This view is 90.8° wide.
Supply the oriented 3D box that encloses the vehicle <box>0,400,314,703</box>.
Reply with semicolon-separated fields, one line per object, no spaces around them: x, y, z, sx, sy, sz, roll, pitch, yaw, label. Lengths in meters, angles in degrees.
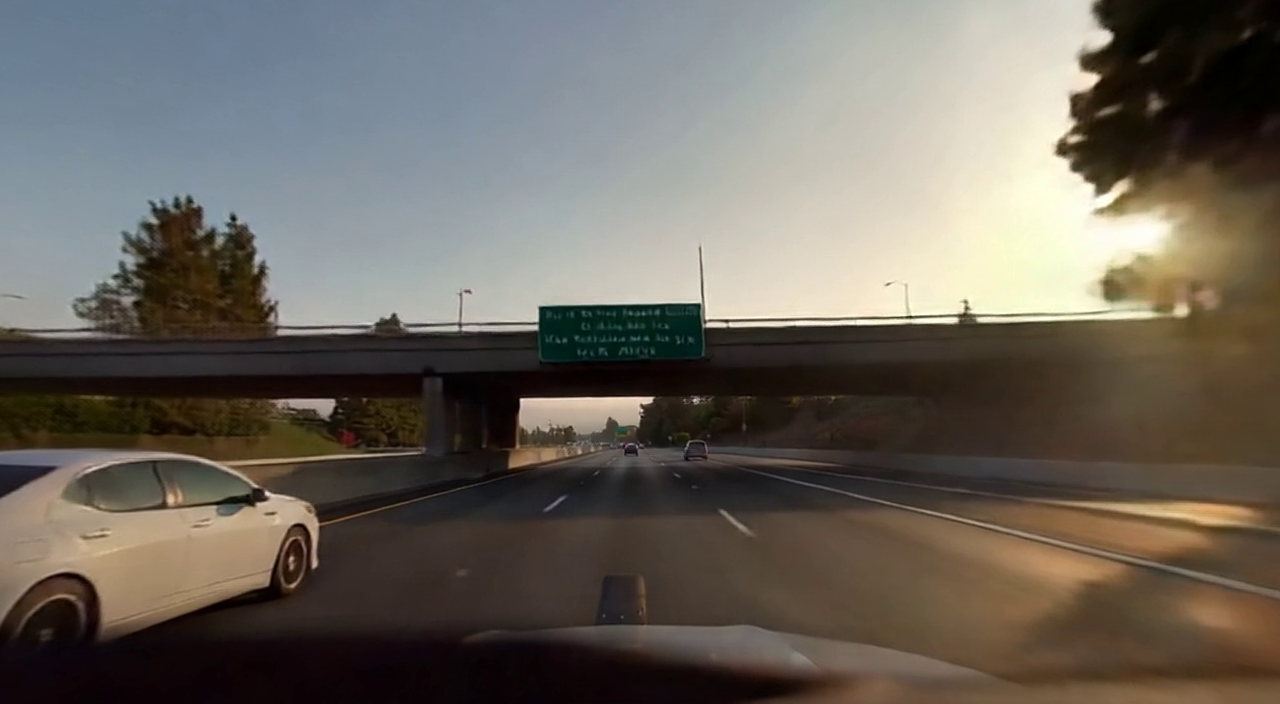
-3.927;1.085;3.412;2.050;1.547;4.266;0;-8;0;vehicle
